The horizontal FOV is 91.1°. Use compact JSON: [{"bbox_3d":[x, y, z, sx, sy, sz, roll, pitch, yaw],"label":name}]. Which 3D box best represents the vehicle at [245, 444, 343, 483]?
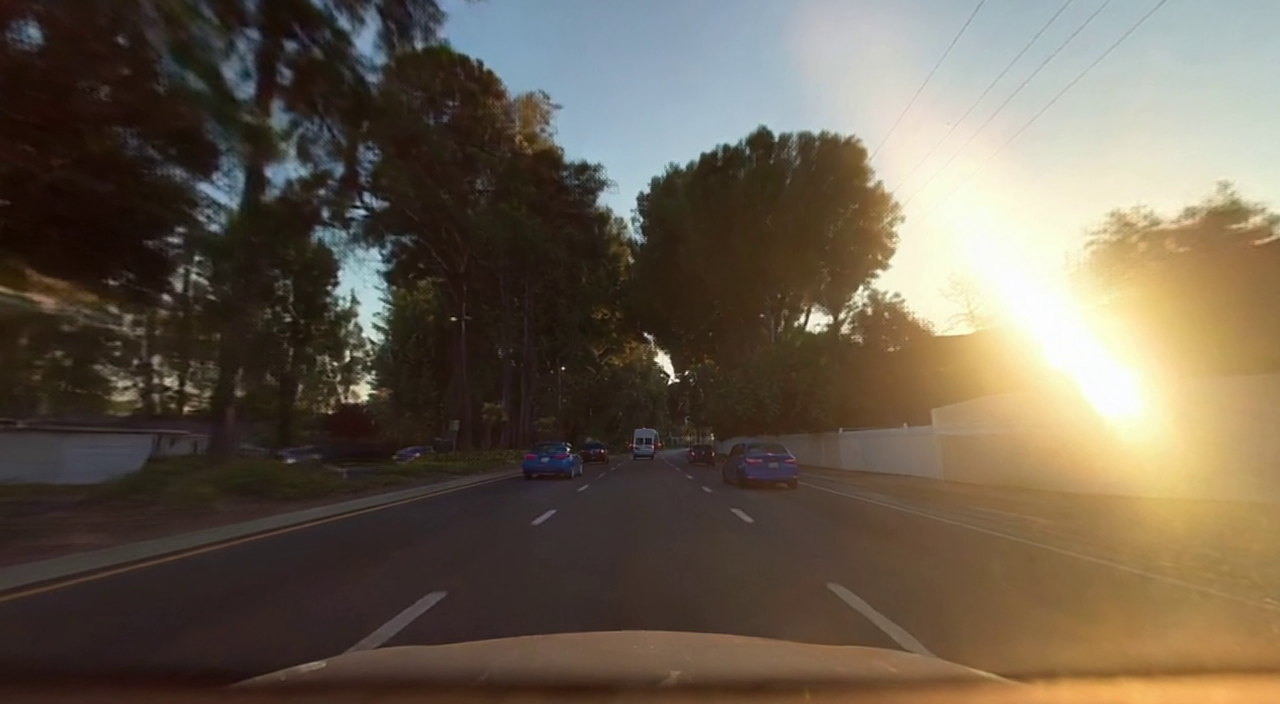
[{"bbox_3d":[-14.041,4.498,25.749,1.822,1.461,3.778,0,-8,0],"label":"vehicle"}]

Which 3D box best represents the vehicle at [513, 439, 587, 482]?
[{"bbox_3d":[-3.313,4.075,23.980,2.036,1.474,4.647,0,-8,1],"label":"vehicle"}]

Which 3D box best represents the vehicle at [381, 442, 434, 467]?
[{"bbox_3d":[-17.504,7.741,47.558,2.107,1.796,5.011,0,-8,0],"label":"vehicle"}]

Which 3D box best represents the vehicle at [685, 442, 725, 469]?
[{"bbox_3d":[3.938,6.320,38.613,1.905,1.520,4.340,1,-8,-1],"label":"vehicle"}]

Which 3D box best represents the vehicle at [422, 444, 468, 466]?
[{"bbox_3d":[-13.656,7.199,44.146,1.816,1.484,4.356,0,-8,0],"label":"vehicle"}]

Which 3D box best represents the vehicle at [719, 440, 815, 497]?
[{"bbox_3d":[3.595,3.382,18.634,1.945,1.469,4.258,0,-8,0],"label":"vehicle"}]
